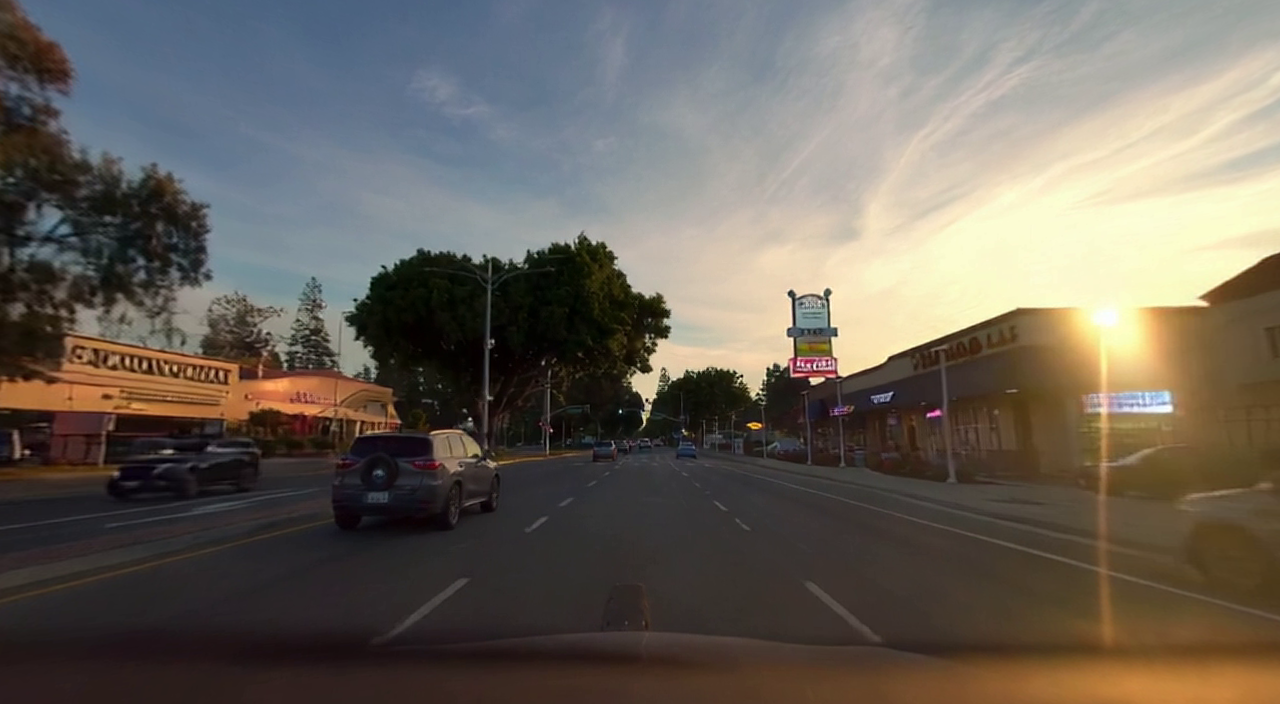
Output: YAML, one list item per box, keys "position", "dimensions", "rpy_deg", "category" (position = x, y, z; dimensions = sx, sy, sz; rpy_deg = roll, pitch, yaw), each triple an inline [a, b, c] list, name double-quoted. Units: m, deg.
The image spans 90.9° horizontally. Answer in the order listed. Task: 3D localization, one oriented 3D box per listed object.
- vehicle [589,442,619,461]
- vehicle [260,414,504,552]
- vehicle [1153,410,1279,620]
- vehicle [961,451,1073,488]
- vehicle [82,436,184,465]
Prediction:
- position: [-2.780, 7.835, 49.739]
  dimensions: [2.005, 1.446, 4.265]
  rpy_deg: [0, -8, 1]
  category: "vehicle"
- position: [-3.532, 1.869, 9.593]
  dimensions: [1.983, 1.635, 3.957]
  rpy_deg: [0, -8, 1]
  category: "vehicle"
- position: [6.662, 1.155, 3.701]
  dimensions: [2.335, 1.790, 5.991]
  rpy_deg: [0, -8, 1]
  category: "vehicle"
- position: [16.550, 5.148, 27.806]
  dimensions: [1.703, 1.446, 3.822]
  rpy_deg: [7, -12, -43]
  category: "vehicle"
- position: [-35.270, 6.897, 44.122]
  dimensions: [2.131, 1.878, 5.681]
  rpy_deg: [-1, -8, 4]
  category: "vehicle"
